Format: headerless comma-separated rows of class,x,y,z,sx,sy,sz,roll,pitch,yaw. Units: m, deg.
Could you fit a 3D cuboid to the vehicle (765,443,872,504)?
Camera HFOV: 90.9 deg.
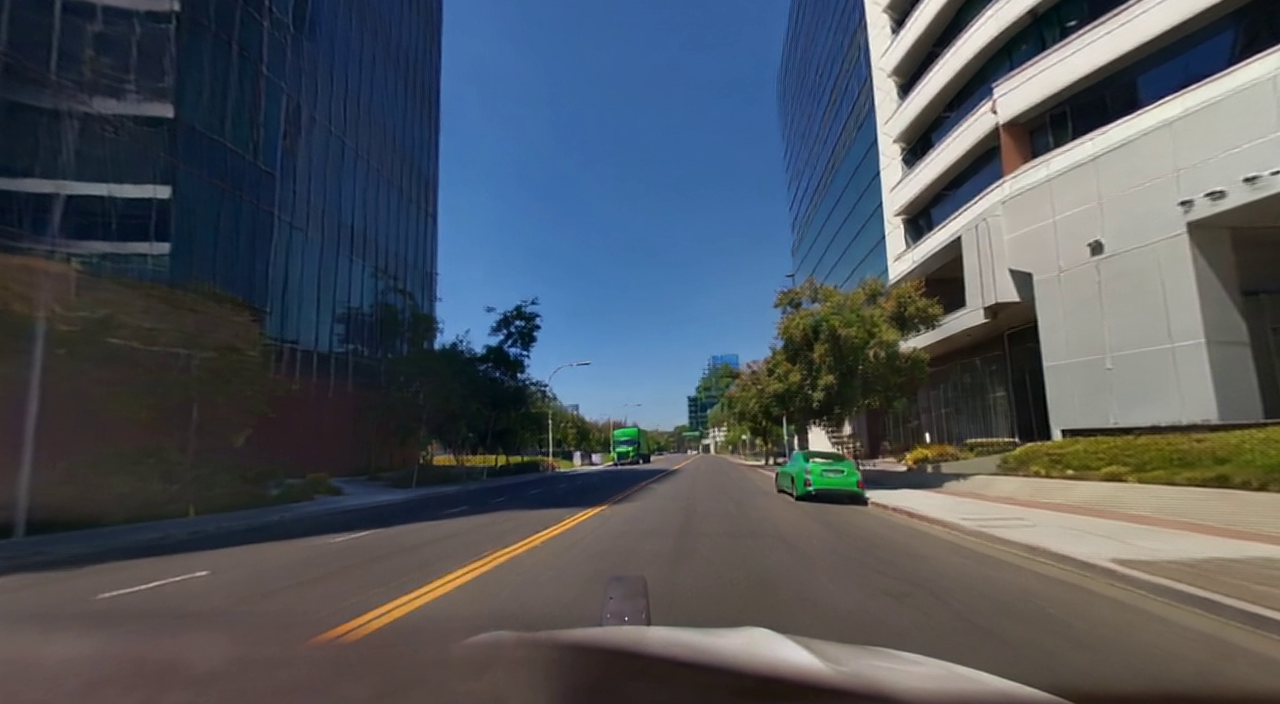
vehicle,4.959,3.437,18.232,2.098,1.509,4.389,0,-9,4
